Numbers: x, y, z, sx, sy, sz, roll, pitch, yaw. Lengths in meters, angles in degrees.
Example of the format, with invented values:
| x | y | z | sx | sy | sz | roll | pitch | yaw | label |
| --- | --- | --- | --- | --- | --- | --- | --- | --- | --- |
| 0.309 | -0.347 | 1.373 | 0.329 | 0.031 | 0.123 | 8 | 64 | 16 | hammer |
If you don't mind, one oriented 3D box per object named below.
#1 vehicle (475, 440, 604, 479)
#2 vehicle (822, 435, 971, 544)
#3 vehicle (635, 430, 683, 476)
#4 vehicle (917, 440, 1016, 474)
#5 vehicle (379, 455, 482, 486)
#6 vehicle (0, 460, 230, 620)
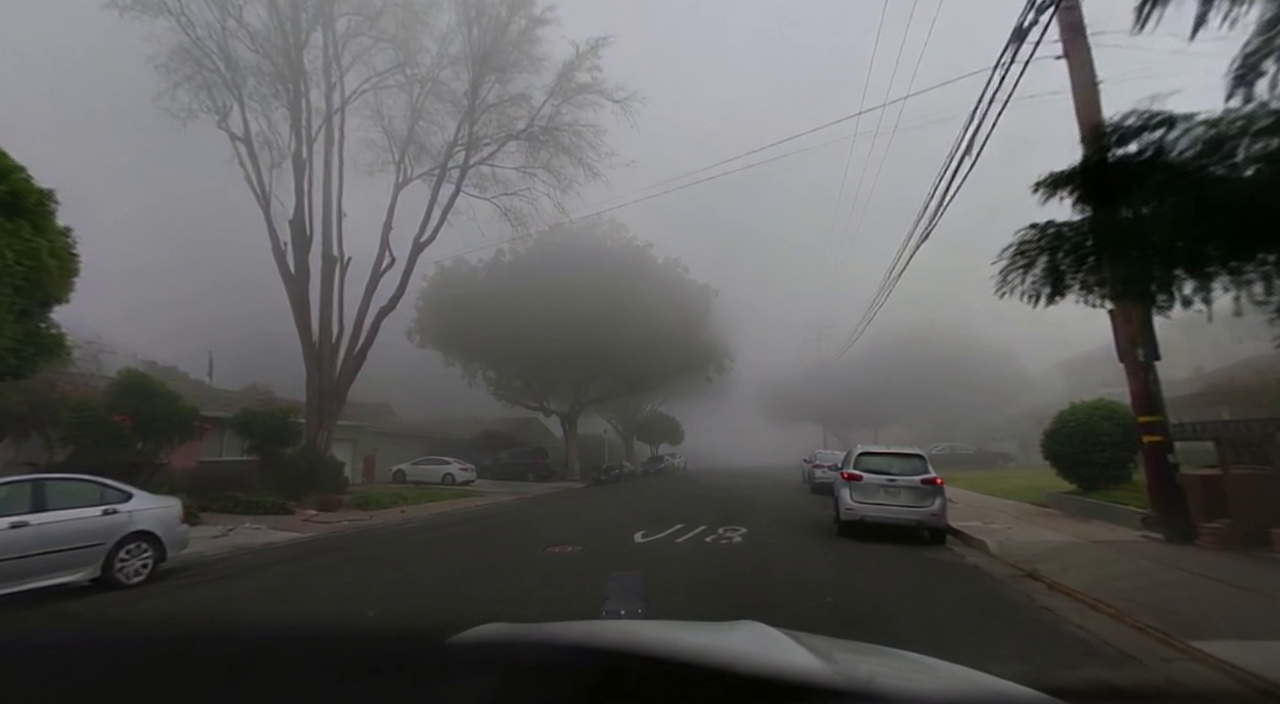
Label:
| x | y | z | sx | sy | sz | roll | pitch | yaw | label |
| --- | --- | --- | --- | --- | --- | --- | --- | --- | --- |
| -5.420 | 5.809 | 34.314 | 6.488 | 2.009 | 2.354 | -2 | -9 | 13 | vehicle |
| 4.255 | 2.274 | 11.017 | 1.908 | 1.572 | 3.105 | -2 | -9 | 14 | vehicle |
| 1.378 | 6.922 | 43.574 | 2.199 | 2.902 | 5.848 | -2 | -9 | 13 | vehicle |
| 16.504 | 5.338 | 32.177 | 4.075 | 1.674 | 1.811 | -2 | -9 | 14 | vehicle |
| -10.304 | 5.835 | 31.210 | 4.481 | 1.420 | 1.712 | -2 | -9 | 10 | vehicle |
| -6.965 | 1.860 | 6.379 | 1.968 | 1.449 | 4.502 | -2 | -9 | 14 | vehicle |
